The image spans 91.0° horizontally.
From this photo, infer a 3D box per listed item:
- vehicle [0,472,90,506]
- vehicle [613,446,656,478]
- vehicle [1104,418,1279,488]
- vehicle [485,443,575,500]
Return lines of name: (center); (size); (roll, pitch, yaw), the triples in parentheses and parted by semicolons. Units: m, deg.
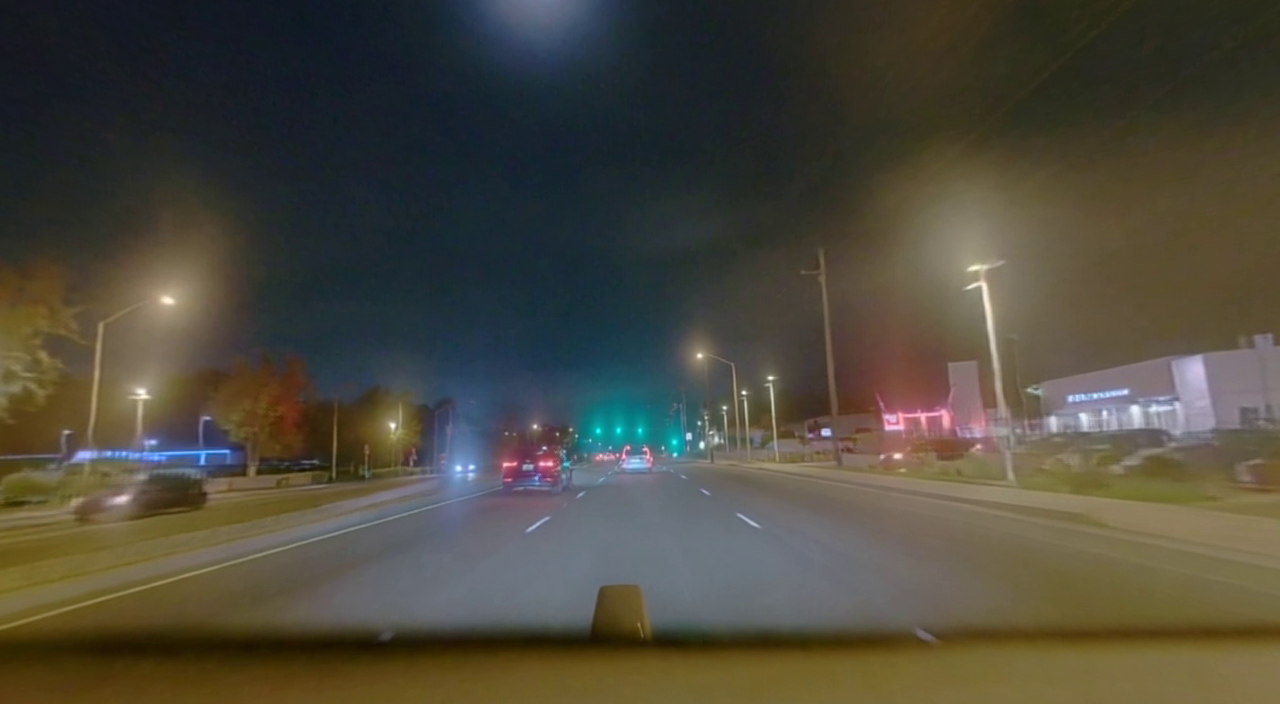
vehicle: (-30.561, 6.765, 31.232); (4.598, 1.511, 2.041); (-1, -9, 1)
vehicle: (-0.273, 5.457, 31.385); (2.019, 1.459, 4.005); (0, -9, -1)
vehicle: (14.080, 2.358, 14.822); (4.630, 1.497, 2.016); (-1, -9, 1)
vehicle: (-3.205, 3.573, 19.221); (1.939, 1.496, 4.309); (0, -9, 0)
